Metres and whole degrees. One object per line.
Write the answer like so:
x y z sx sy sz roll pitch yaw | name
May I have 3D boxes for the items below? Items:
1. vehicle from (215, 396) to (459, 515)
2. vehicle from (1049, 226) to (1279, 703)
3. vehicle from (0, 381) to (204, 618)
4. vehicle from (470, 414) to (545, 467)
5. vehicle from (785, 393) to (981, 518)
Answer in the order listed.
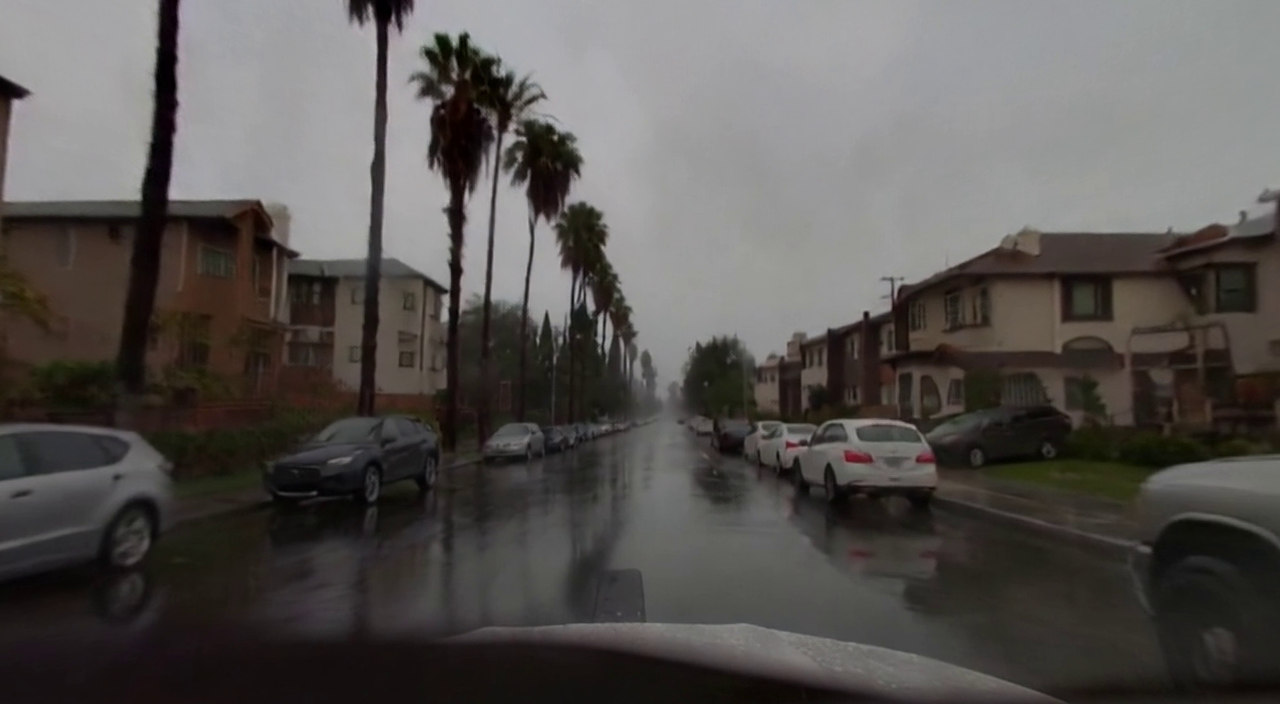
-5.430 1.969 12.386 2.020 1.819 5.168 0 -8 3 | vehicle
4.027 0.410 1.073 2.649 2.232 6.576 4 -8 3 | vehicle
-5.536 1.085 4.686 1.816 1.697 3.777 0 -8 1 | vehicle
-5.063 3.449 24.654 1.947 1.803 4.381 -2 -8 1 | vehicle
4.271 1.928 12.100 1.964 1.889 4.708 0 -8 1 | vehicle
